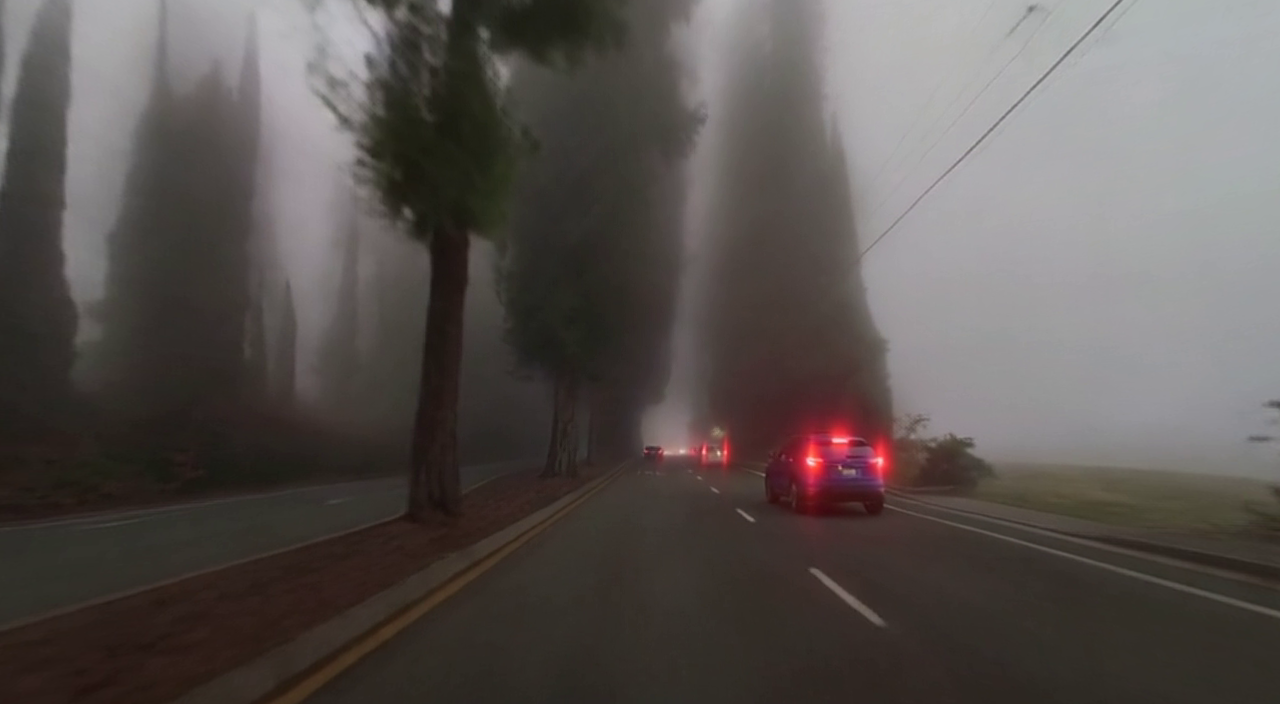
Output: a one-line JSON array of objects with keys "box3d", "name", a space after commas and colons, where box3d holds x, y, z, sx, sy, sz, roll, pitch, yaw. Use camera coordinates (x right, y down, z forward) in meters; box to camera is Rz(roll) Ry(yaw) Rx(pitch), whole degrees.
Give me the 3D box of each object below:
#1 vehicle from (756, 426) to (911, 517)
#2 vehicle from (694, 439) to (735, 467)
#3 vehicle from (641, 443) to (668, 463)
[{"box3d": [3.944, 2.488, 13.687, 2.052, 1.639, 4.123, 0, -8, 0], "name": "vehicle"}, {"box3d": [4.615, 6.328, 39.722, 2.110, 1.666, 3.912, 0, -8, 0], "name": "vehicle"}, {"box3d": [1.095, 7.865, 49.327, 2.026, 1.466, 4.282, 0, -8, 1], "name": "vehicle"}]
